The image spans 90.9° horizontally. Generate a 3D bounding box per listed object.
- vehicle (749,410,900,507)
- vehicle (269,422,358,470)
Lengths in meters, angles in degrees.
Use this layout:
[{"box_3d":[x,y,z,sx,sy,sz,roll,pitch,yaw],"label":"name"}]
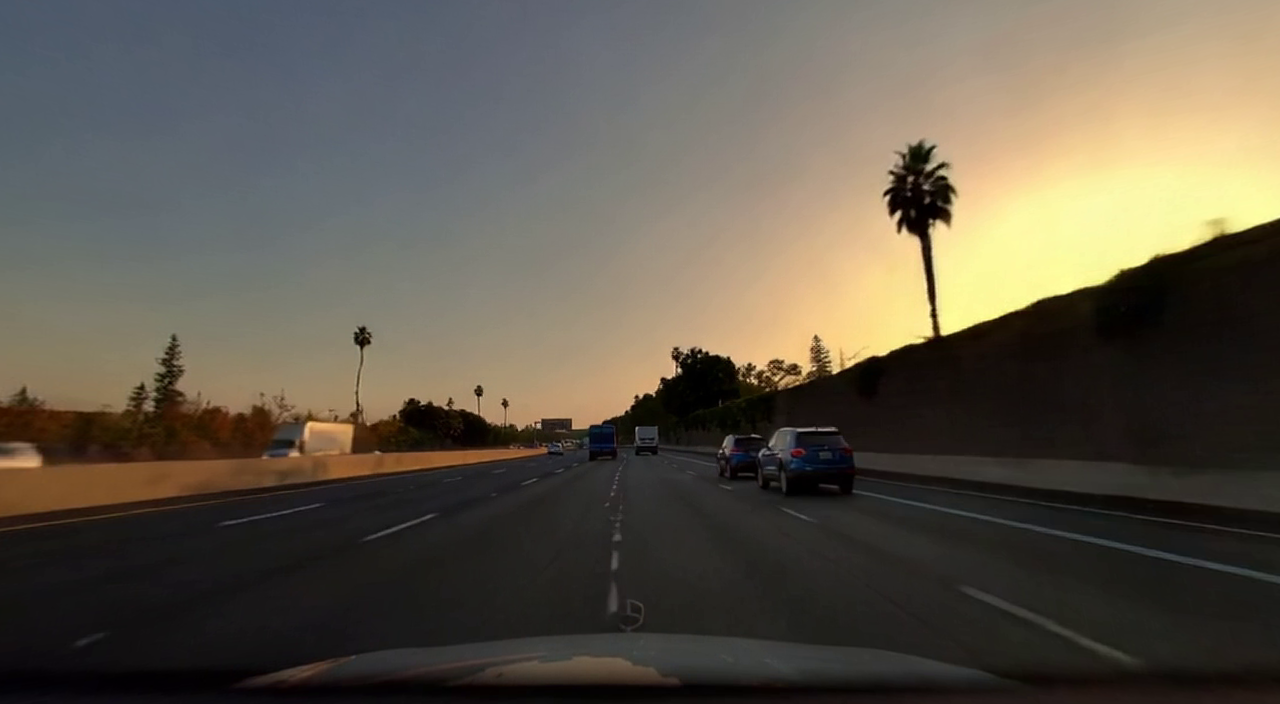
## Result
[{"box_3d":[4.699,2.818,17.125,2.408,2.210,4.999,0,-8,-2],"label":"vehicle"},{"box_3d":[-24.012,6.973,46.896,2.746,3.200,7.131,0,-8,0],"label":"vehicle"}]
